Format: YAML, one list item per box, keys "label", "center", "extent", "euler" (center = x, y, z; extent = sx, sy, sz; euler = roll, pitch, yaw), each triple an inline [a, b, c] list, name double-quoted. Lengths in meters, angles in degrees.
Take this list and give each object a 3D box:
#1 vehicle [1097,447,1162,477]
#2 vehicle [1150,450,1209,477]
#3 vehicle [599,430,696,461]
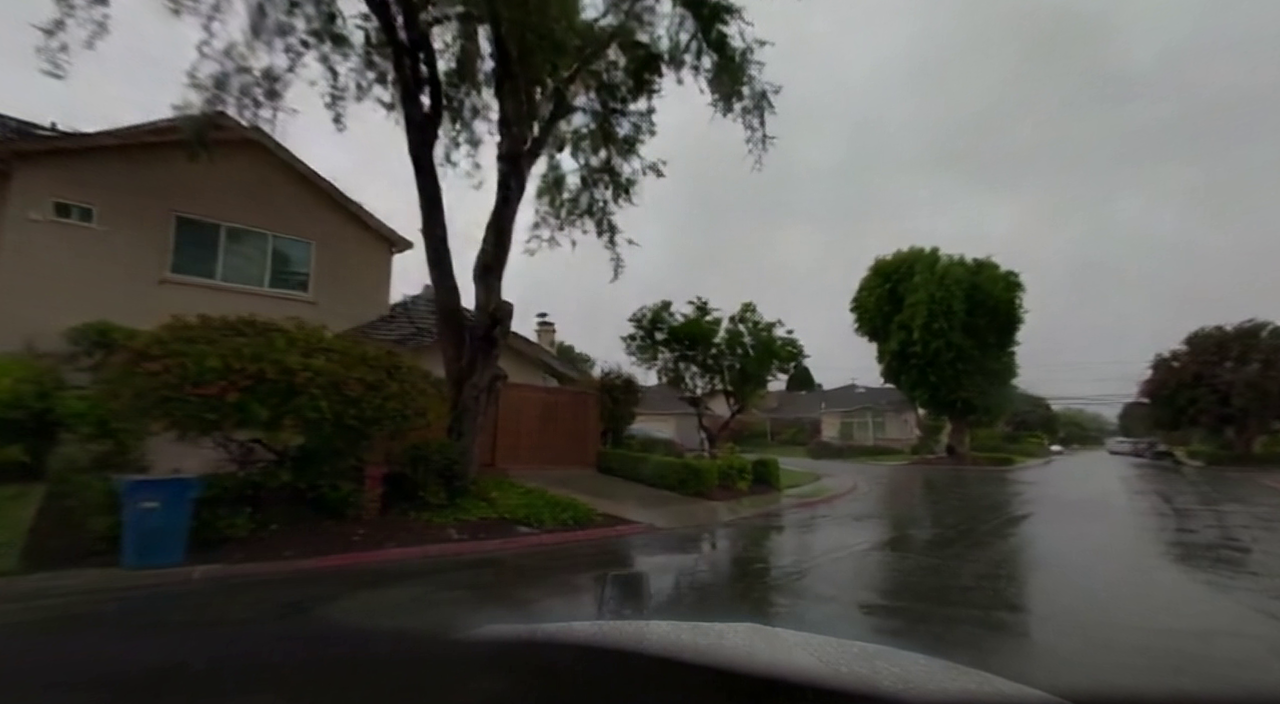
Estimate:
- label: "vehicle"
  center: [31.027, 6.963, 39.906]
  extent: [4.700, 1.752, 2.180]
  euler: [7, -13, -41]
- label: "vehicle"
  center: [37.927, 7.816, 44.248]
  extent: [4.560, 1.749, 2.058]
  euler: [6, -12, -38]
- label: "vehicle"
  center: [0.442, 4.954, 33.369]
  extent: [5.089, 1.517, 1.791]
  euler: [7, -12, -38]
